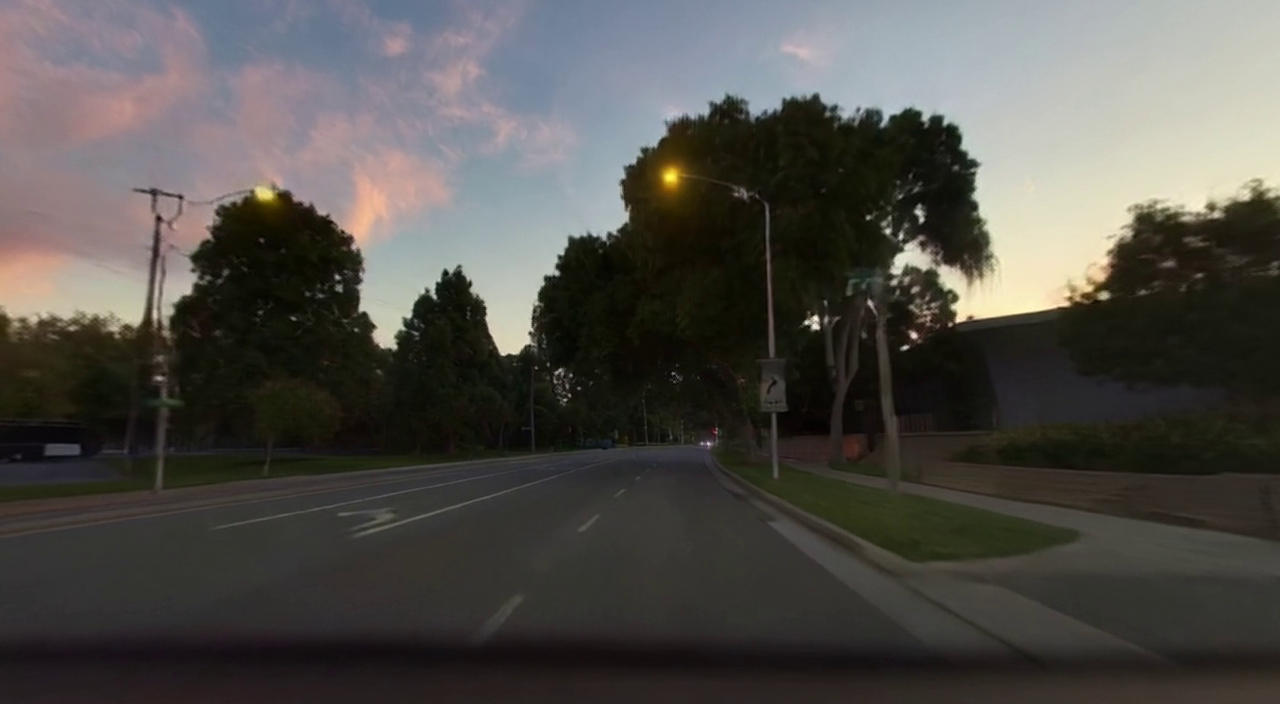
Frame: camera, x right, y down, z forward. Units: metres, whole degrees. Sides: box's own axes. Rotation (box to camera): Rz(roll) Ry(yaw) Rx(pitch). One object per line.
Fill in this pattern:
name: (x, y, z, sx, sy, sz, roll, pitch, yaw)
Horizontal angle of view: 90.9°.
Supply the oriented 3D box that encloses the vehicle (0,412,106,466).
vehicle: (-42.268, 5.833, 41.989, 2.875, 3.424, 10.833, -2, -9, 7)
